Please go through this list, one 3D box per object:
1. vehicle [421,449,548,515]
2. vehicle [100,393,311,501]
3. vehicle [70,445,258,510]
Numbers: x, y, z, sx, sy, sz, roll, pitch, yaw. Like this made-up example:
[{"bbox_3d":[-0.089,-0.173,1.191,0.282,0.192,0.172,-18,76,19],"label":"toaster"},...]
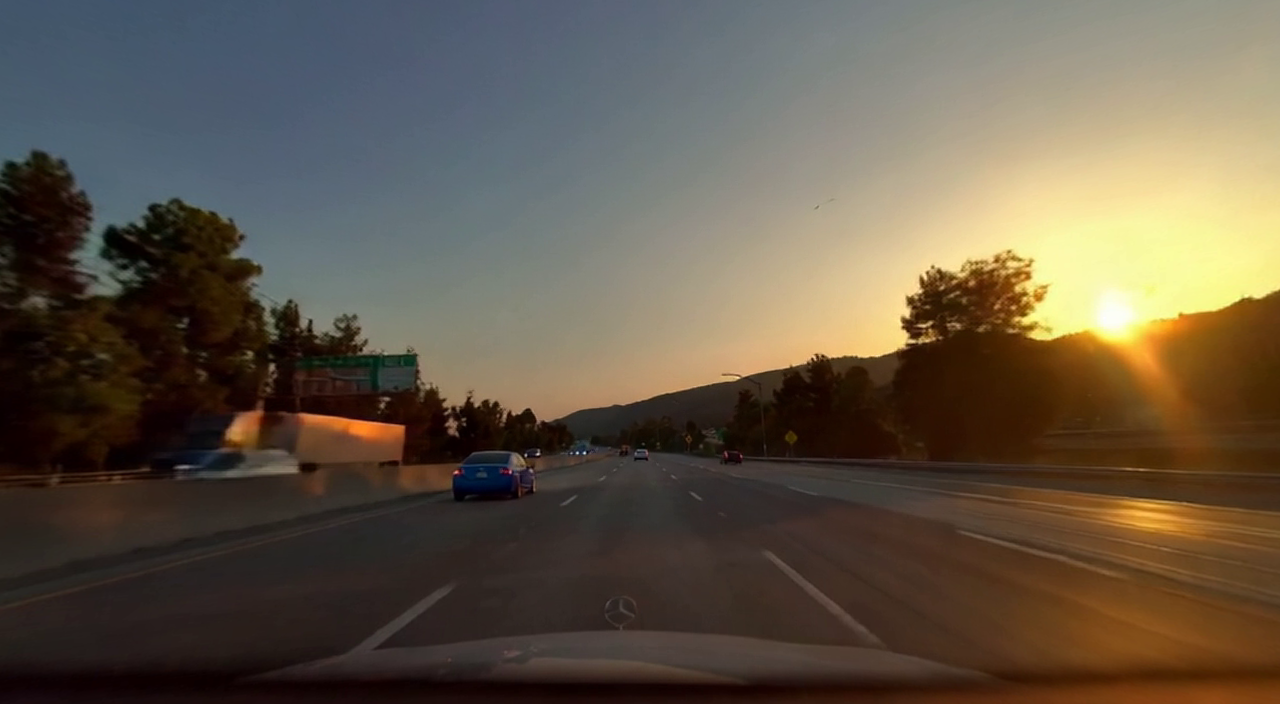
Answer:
[{"bbox_3d":[-3.904,3.353,16.789,2.162,1.493,4.583,0,-9,1],"label":"vehicle"},{"bbox_3d":[-18.490,4.221,27.904,3.039,3.989,8.730,0,-9,-1],"label":"vehicle"},{"bbox_3d":[-14.267,3.762,19.340,2.037,1.722,4.639,0,-9,1],"label":"vehicle"}]
